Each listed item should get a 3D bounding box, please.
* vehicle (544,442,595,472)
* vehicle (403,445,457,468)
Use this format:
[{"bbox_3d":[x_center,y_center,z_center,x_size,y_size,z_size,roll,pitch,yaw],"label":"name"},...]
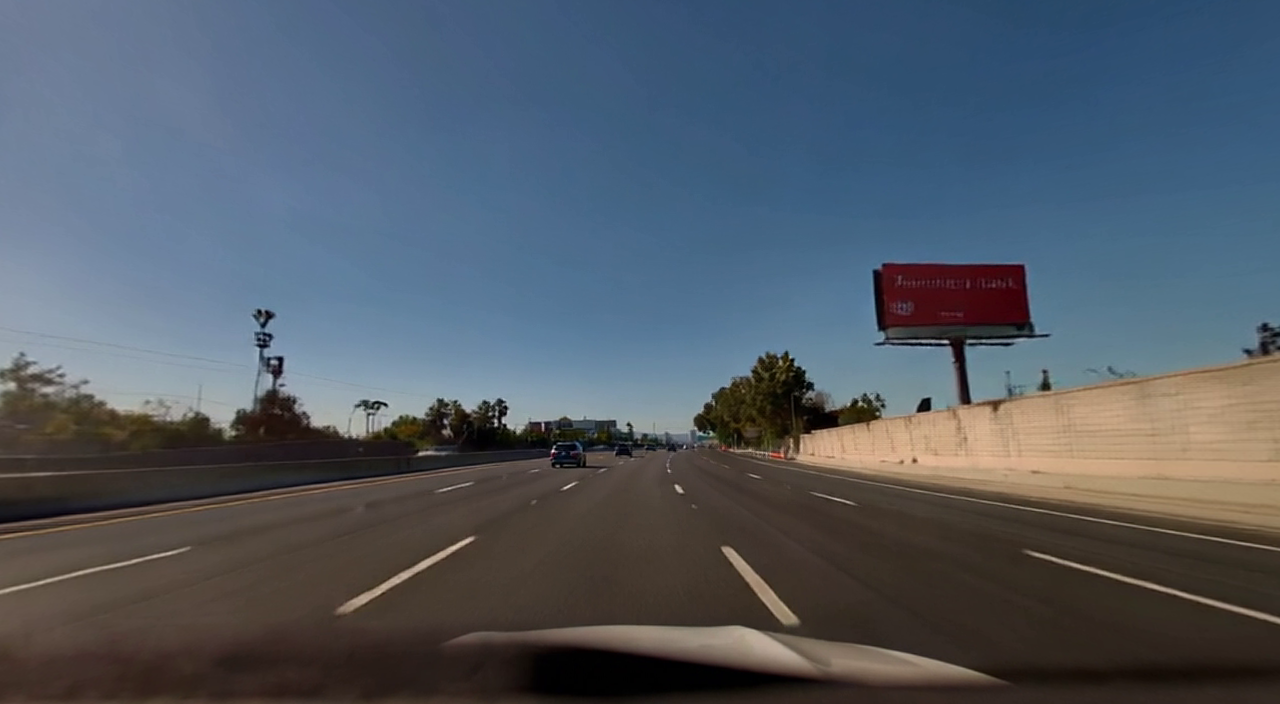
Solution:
[{"bbox_3d":[-3.733,5.659,34.296,2.078,1.457,4.648,-1,-8,2],"label":"vehicle"},{"bbox_3d":[-14.145,7.030,42.737,2.078,1.483,4.120,-1,-8,3],"label":"vehicle"}]
